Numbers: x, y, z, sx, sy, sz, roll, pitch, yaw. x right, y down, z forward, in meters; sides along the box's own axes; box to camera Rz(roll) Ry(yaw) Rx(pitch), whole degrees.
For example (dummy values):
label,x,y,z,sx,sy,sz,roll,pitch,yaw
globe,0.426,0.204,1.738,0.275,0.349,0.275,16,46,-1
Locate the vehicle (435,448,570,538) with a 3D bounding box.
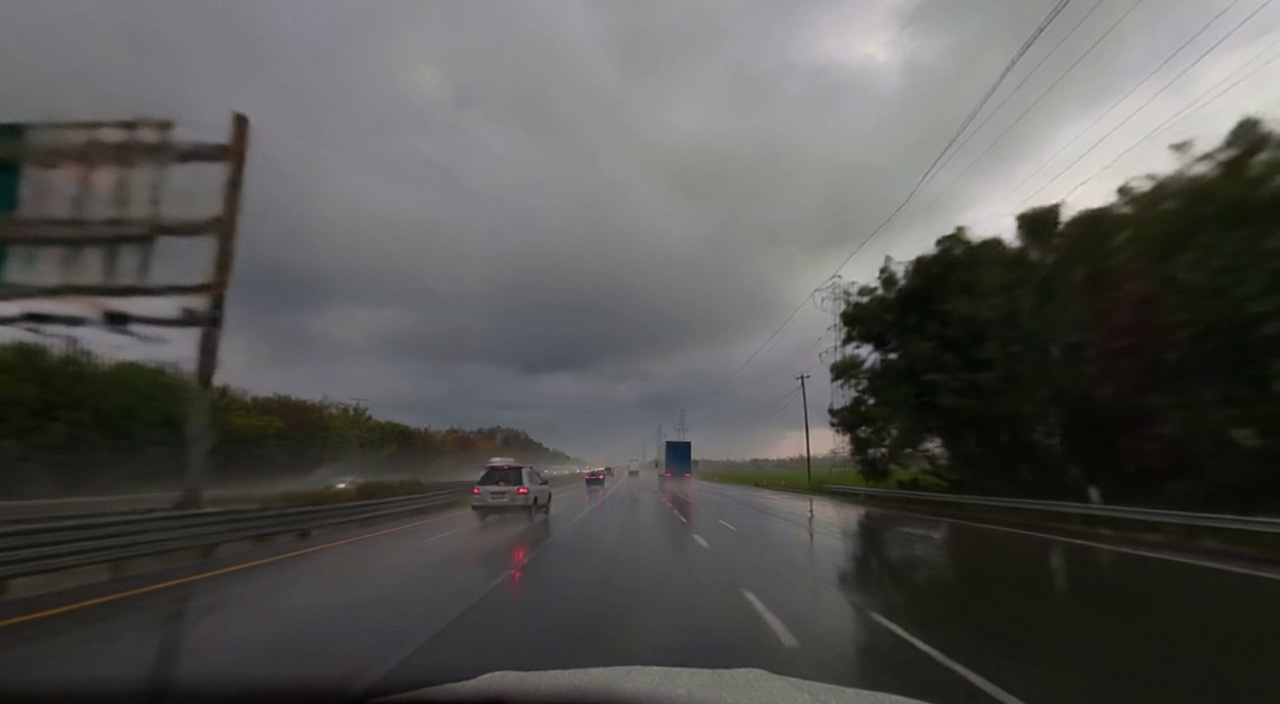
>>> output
label,x,y,z,sx,sy,sz,roll,pitch,yaw
vehicle,-2.941,3.180,14.616,2.065,1.722,4.441,1,-11,1
